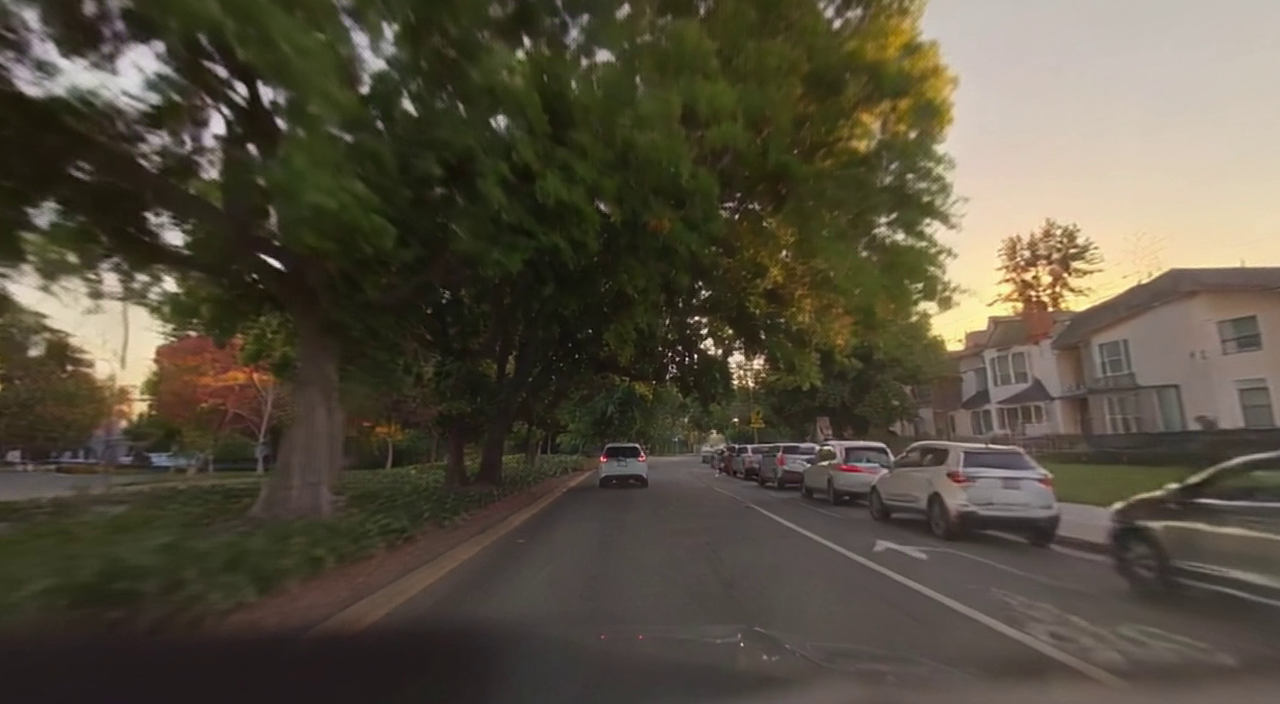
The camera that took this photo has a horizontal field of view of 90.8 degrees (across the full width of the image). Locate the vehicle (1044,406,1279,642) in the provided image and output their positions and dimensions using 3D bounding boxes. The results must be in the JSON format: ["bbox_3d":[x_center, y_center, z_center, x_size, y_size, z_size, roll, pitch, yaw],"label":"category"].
[{"bbox_3d":[5.776,1.319,4.931,1.930,1.752,5.039,0,-9,1],"label":"vehicle"}]

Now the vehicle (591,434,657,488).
[{"bbox_3d":[-0.544,3.735,21.966,2.070,1.698,3.925,0,-9,-1],"label":"vehicle"}]

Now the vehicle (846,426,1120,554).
[{"bbox_3d":[5.392,2.205,10.867,2.018,1.708,4.541,0,-9,-2],"label":"vehicle"}]

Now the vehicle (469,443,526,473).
[{"bbox_3d":[-7.591,5.667,34.082,2.105,1.474,4.808,0,-8,-2],"label":"vehicle"}]
